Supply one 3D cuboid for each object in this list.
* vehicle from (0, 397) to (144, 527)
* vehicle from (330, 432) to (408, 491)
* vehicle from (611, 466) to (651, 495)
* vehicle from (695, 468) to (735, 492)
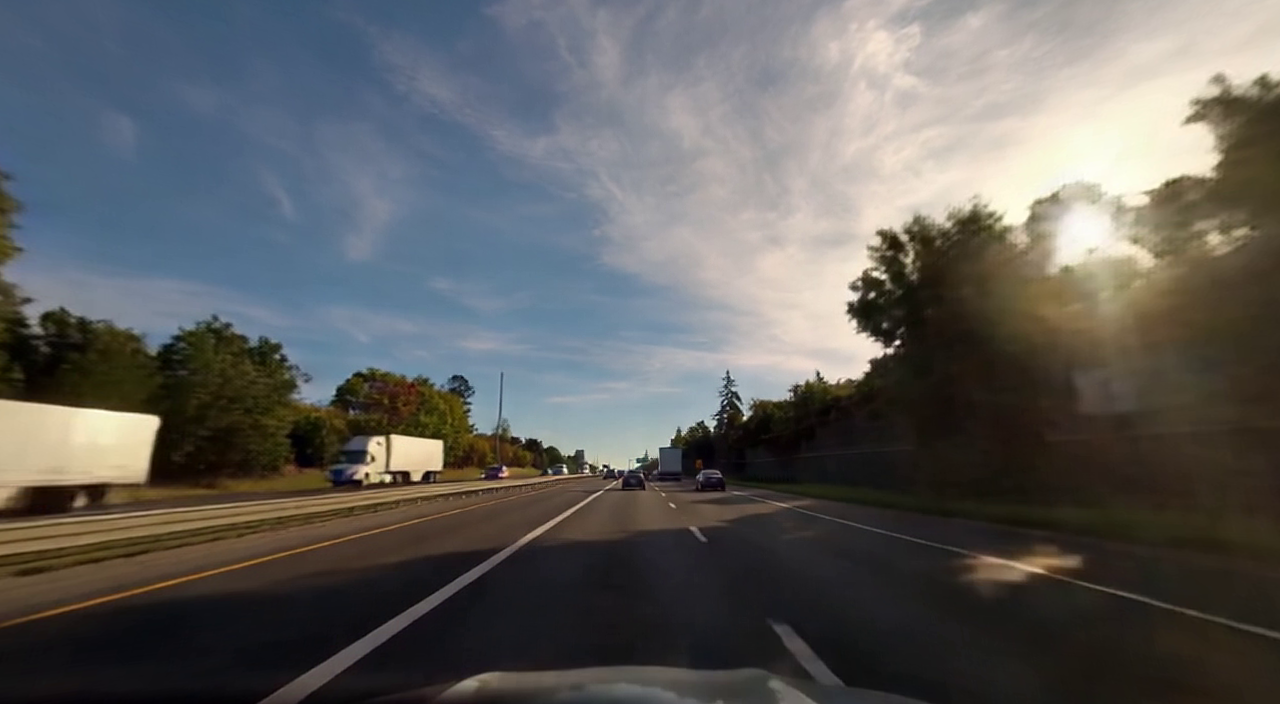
[{"bbox_3d":[-20.354,3.024,17.468,3.000,3.760,12.315,1,-10,1],"label":"vehicle"},{"bbox_3d":[-19.764,8.081,46.422,2.911,4.025,5.844,1,-10,0],"label":"vehicle"},{"bbox_3d":[-0.485,6.823,33.630,2.010,1.436,3.973,1,-10,-1],"label":"vehicle"},{"bbox_3d":[4.835,8.297,41.018,1.897,1.476,4.334,1,-10,-2],"label":"vehicle"}]
